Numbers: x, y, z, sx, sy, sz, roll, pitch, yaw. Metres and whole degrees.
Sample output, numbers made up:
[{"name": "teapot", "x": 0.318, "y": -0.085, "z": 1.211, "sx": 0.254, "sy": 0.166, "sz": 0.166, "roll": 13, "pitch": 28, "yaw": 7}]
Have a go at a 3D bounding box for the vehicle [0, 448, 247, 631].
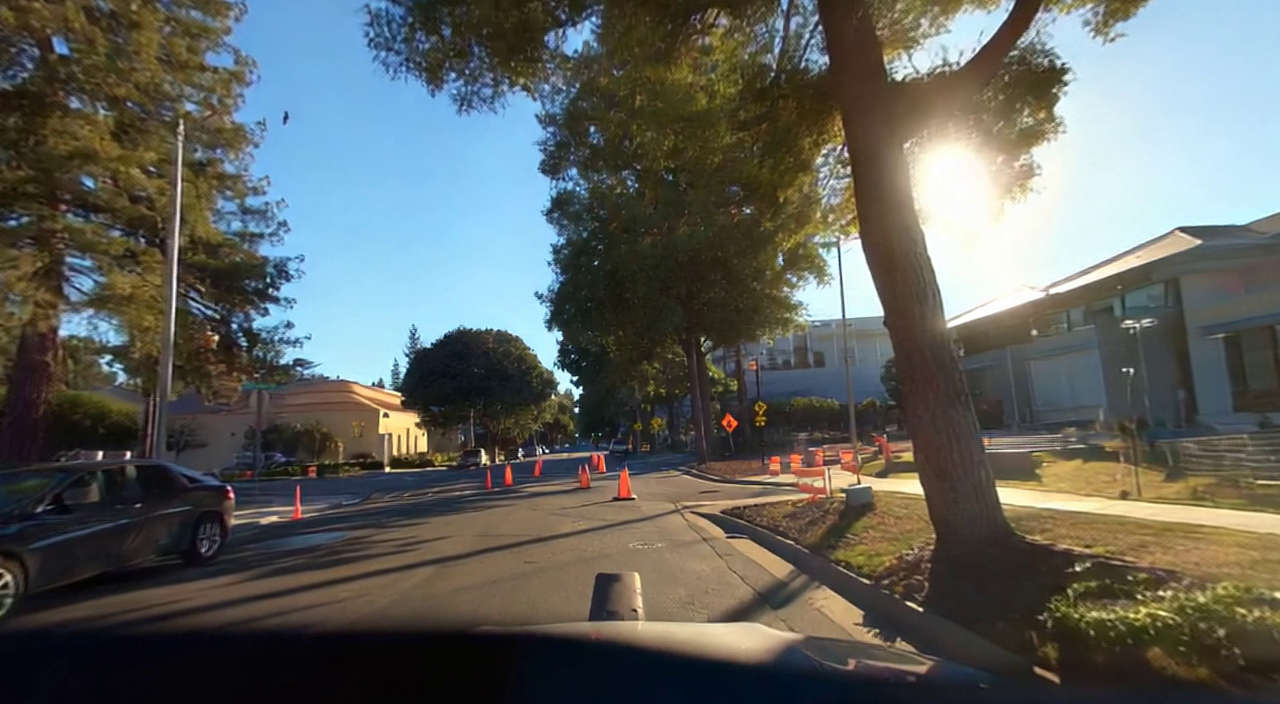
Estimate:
[{"name": "vehicle", "x": -7.610, "y": 1.849, "z": 6.378, "sx": 2.961, "sy": 1.701, "sz": 7.563, "roll": 1, "pitch": -8, "yaw": -5}]
